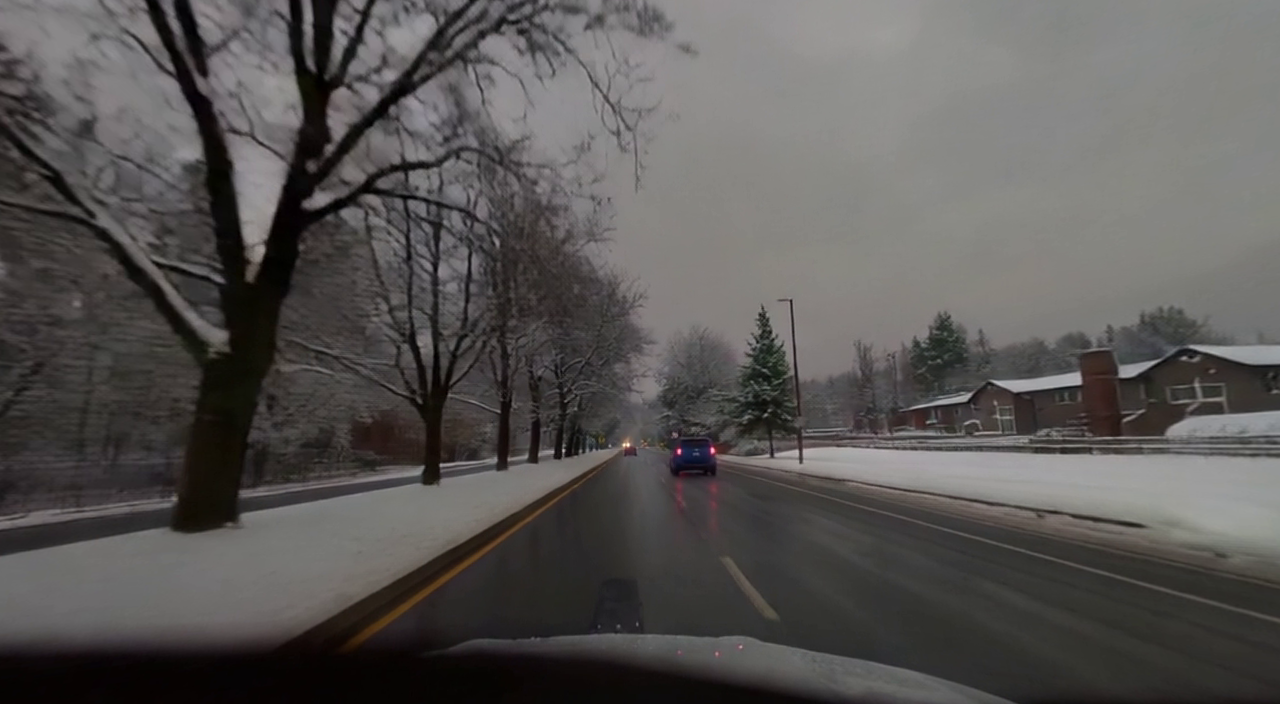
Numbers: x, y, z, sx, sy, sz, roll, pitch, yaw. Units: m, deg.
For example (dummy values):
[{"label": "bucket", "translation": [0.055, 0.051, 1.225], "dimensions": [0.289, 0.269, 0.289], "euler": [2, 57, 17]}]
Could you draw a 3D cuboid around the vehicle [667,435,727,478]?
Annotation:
[{"label": "vehicle", "translation": [2.452, 4.653, 28.339], "dimensions": [2.164, 1.725, 4.285], "euler": [0, -9, -1]}]
